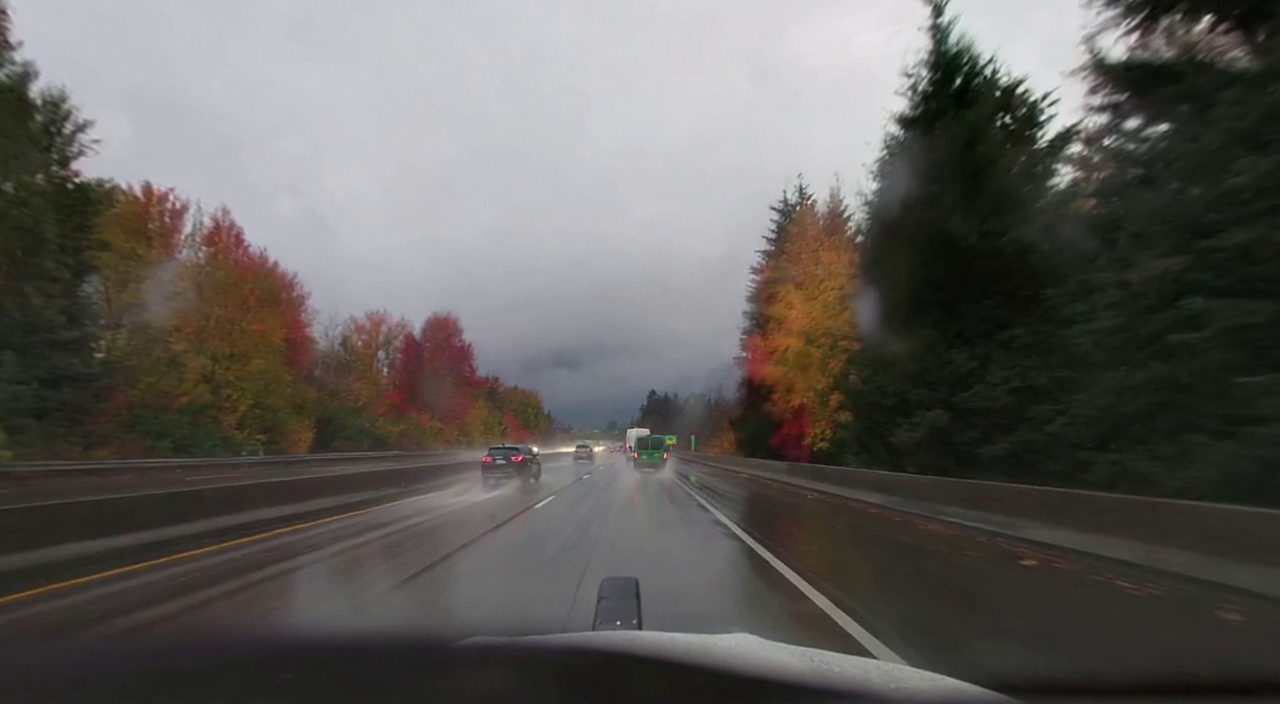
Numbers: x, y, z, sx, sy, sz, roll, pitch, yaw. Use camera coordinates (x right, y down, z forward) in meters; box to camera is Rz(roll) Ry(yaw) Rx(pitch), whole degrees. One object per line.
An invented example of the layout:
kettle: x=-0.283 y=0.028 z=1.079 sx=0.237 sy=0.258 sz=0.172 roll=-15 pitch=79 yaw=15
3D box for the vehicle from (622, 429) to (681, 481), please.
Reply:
vehicle: x=0.396 y=4.243 z=25.897 sx=2.179 sy=1.930 sz=4.538 roll=0 pitch=-9 yaw=-1

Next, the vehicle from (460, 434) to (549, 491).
vehicle: x=-4.425 y=3.678 z=21.197 sx=2.088 sy=1.688 sz=4.365 roll=0 pitch=-9 yaw=-1
